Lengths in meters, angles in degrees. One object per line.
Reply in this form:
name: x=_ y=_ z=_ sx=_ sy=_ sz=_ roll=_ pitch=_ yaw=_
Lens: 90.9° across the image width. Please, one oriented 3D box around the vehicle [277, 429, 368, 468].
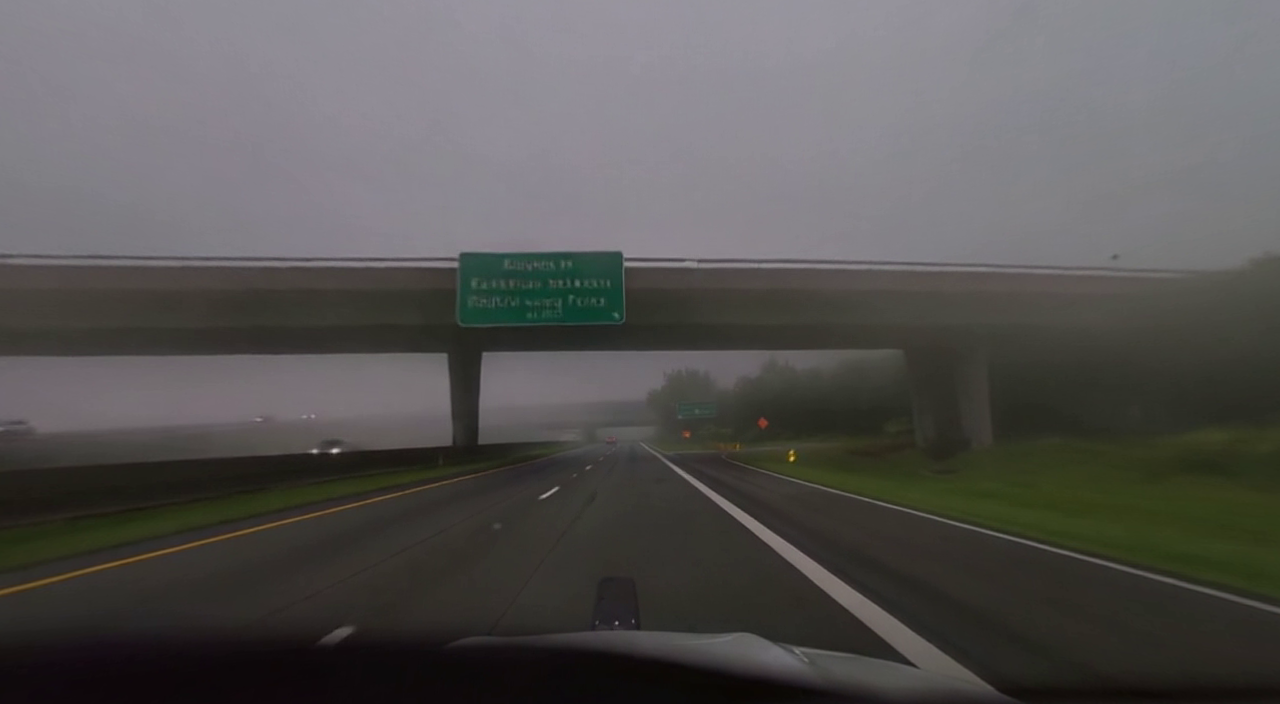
vehicle: x=-15.730 y=4.788 z=31.555 sx=2.112 sy=1.744 sz=4.771 roll=1 pitch=-8 yaw=-1
